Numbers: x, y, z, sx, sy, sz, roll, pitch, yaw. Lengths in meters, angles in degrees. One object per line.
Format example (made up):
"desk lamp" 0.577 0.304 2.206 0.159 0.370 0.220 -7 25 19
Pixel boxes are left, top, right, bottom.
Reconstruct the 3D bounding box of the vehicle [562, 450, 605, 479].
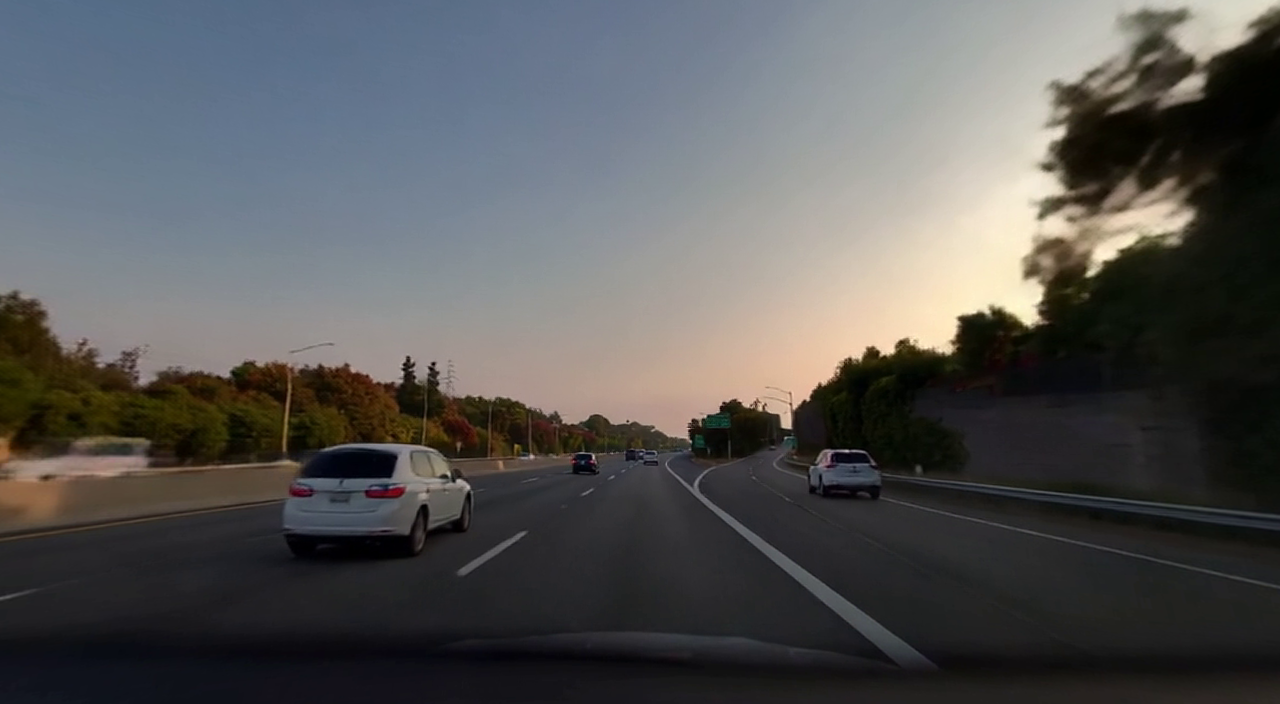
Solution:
"vehicle" -3.168 6.369 36.034 1.997 1.540 3.906 0 -9 1

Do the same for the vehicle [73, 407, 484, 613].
"vehicle" -3.549 1.653 7.468 2.263 1.696 4.321 0 -9 0

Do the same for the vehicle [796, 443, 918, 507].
"vehicle" 5.914 3.405 17.884 2.020 1.548 4.715 0 -9 4
